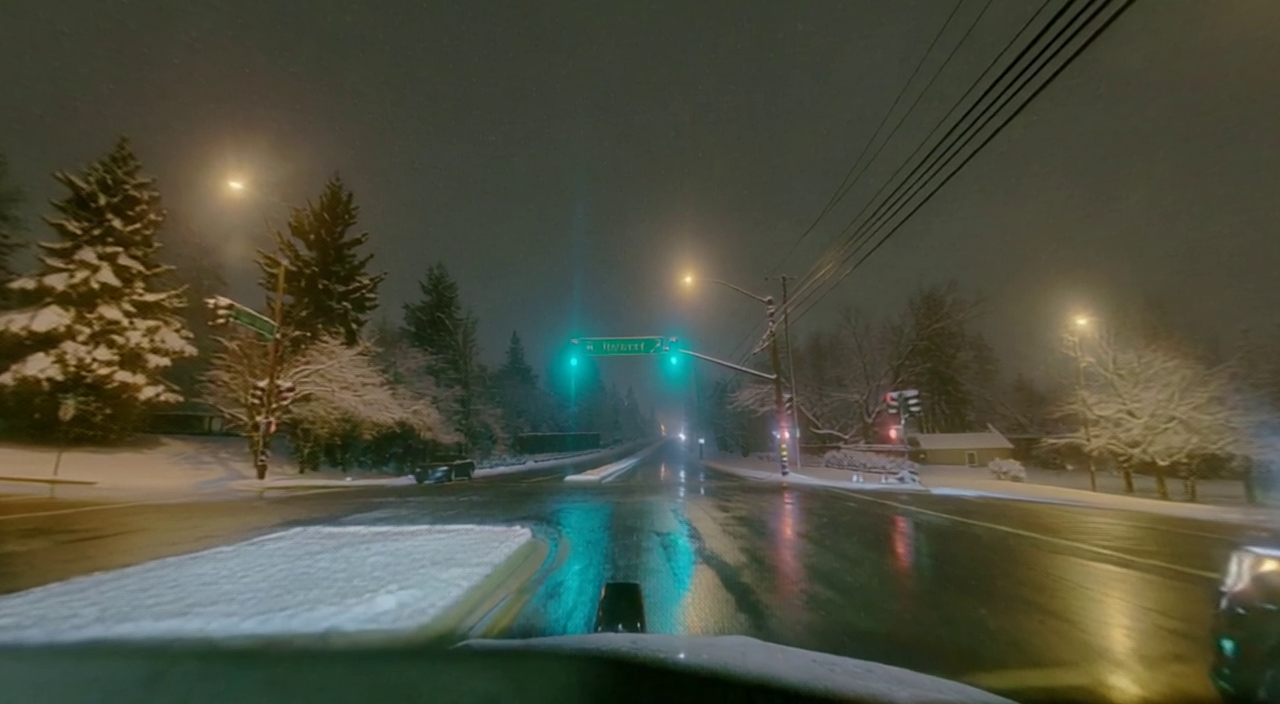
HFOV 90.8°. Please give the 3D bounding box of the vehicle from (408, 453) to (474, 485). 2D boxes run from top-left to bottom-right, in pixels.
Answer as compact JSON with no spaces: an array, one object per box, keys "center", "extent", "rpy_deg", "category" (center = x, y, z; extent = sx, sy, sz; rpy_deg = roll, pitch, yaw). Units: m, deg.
[{"center":[-10.370,6.120,33.273],"extent":[1.983,1.482,4.190],"rpy_deg":[-1,-9,1],"category":"vehicle"}]
